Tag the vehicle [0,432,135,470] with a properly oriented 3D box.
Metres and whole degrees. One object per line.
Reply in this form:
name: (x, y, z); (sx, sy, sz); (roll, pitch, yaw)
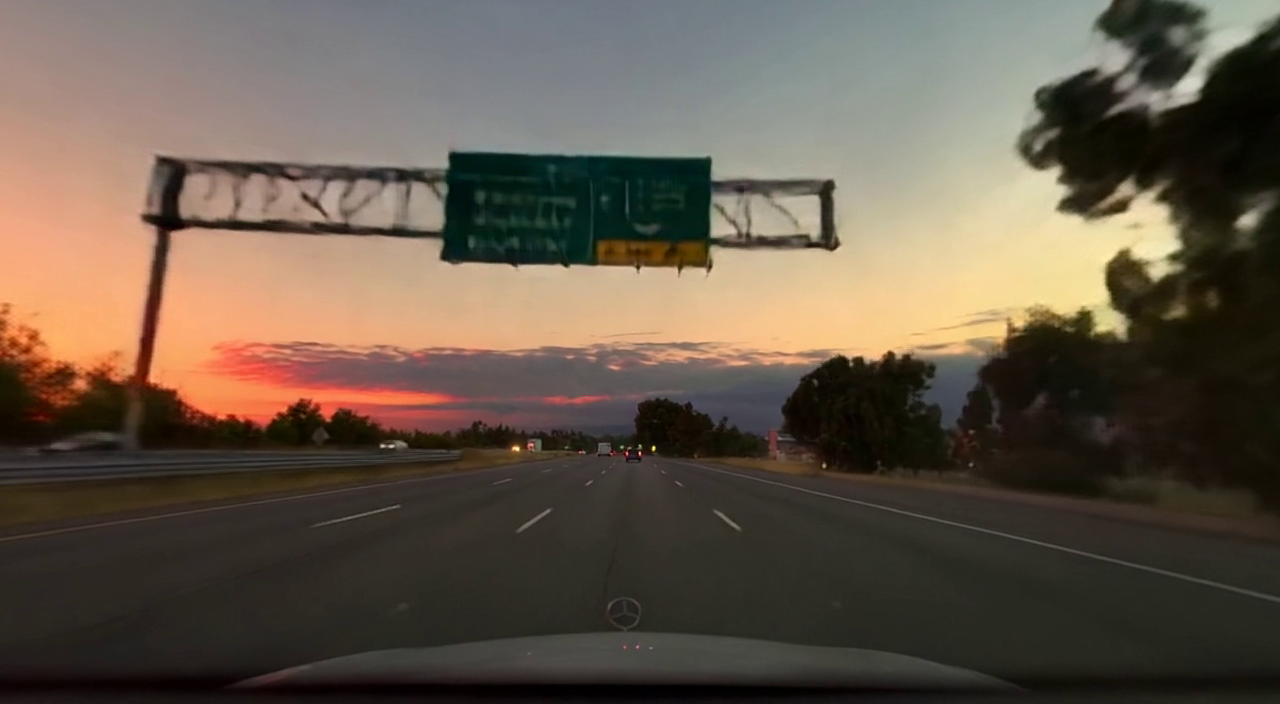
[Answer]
vehicle: (-25.413, 4.429, 28.198); (1.955, 1.537, 4.457); (0, -9, -1)
